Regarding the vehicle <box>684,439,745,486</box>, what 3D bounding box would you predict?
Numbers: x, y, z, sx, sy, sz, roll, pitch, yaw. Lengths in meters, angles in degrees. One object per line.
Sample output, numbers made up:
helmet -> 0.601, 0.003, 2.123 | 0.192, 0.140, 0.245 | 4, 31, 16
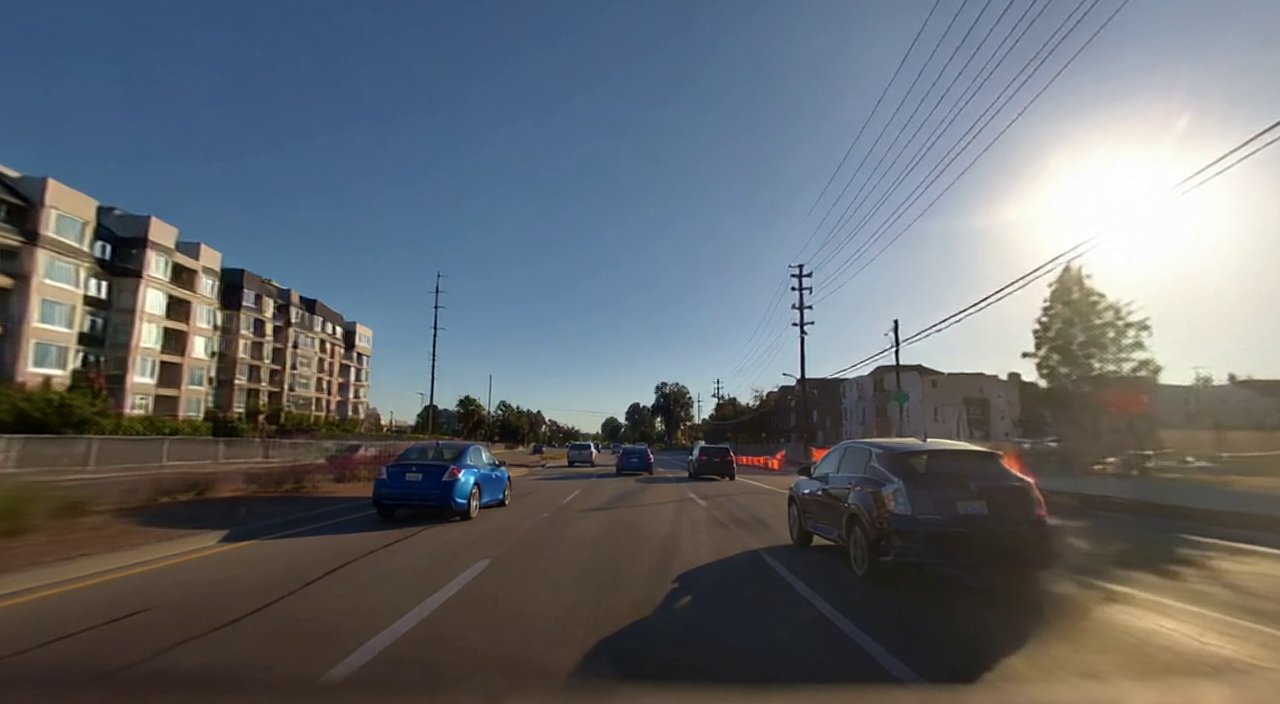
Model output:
vehicle -> 3.088, 4.664, 27.024 | 2.029, 1.797, 4.218 | 0, -8, -1

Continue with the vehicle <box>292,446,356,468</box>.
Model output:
vehicle -> -22.020, 7.325, 44.238 | 2.053, 1.472, 4.526 | 0, -8, 1

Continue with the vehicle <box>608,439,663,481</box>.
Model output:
vehicle -> -0.189, 4.824, 28.546 | 2.291, 1.714, 4.217 | 0, -8, 0

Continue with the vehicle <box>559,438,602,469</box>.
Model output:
vehicle -> -3.629, 6.282, 39.321 | 2.190, 1.832, 4.417 | 0, -8, 1

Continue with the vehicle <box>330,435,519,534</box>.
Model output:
vehicle -> -3.644, 2.303, 11.620 | 1.968, 1.473, 4.209 | 0, -8, 0

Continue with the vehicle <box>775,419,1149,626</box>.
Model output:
vehicle -> 2.959, 1.635, 7.020 | 1.975, 1.598, 4.025 | 0, -8, -1
